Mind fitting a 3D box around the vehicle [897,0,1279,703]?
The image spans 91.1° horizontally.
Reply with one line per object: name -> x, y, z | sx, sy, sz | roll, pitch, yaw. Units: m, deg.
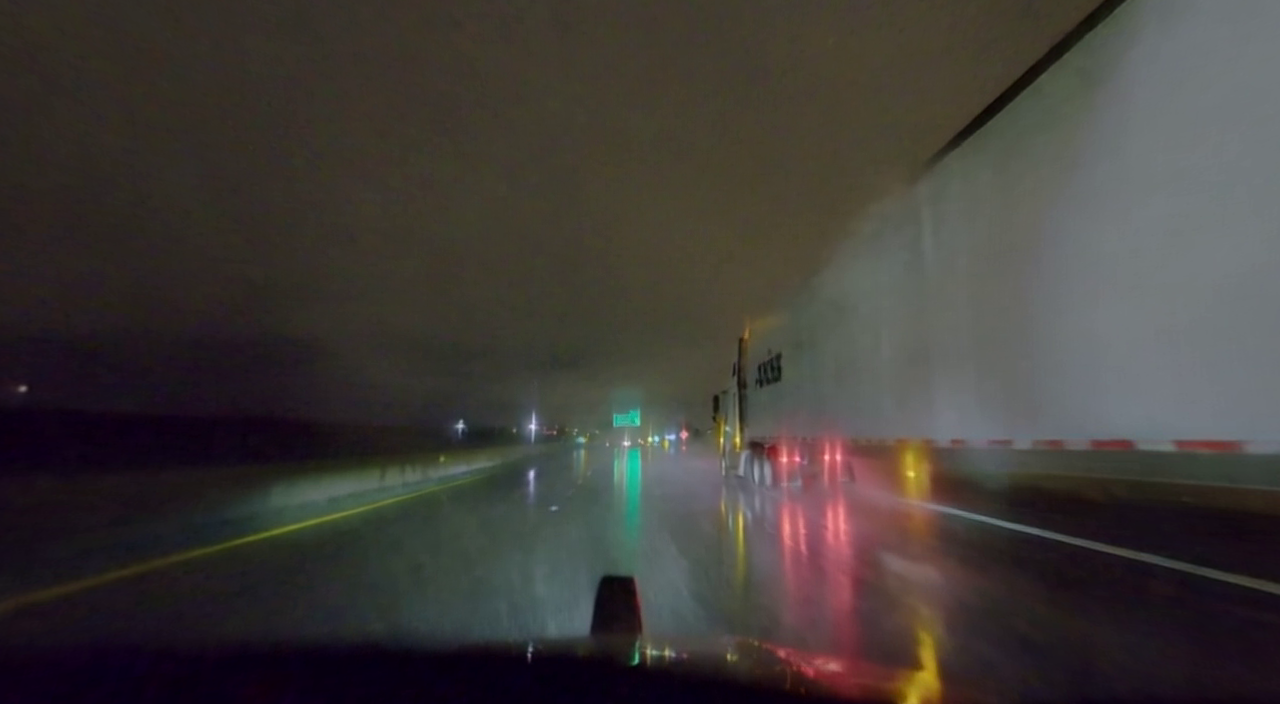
vehicle -> 4.394, -0.373, 2.354 | 2.880, 3.986, 9.103 | 0, -8, 0
